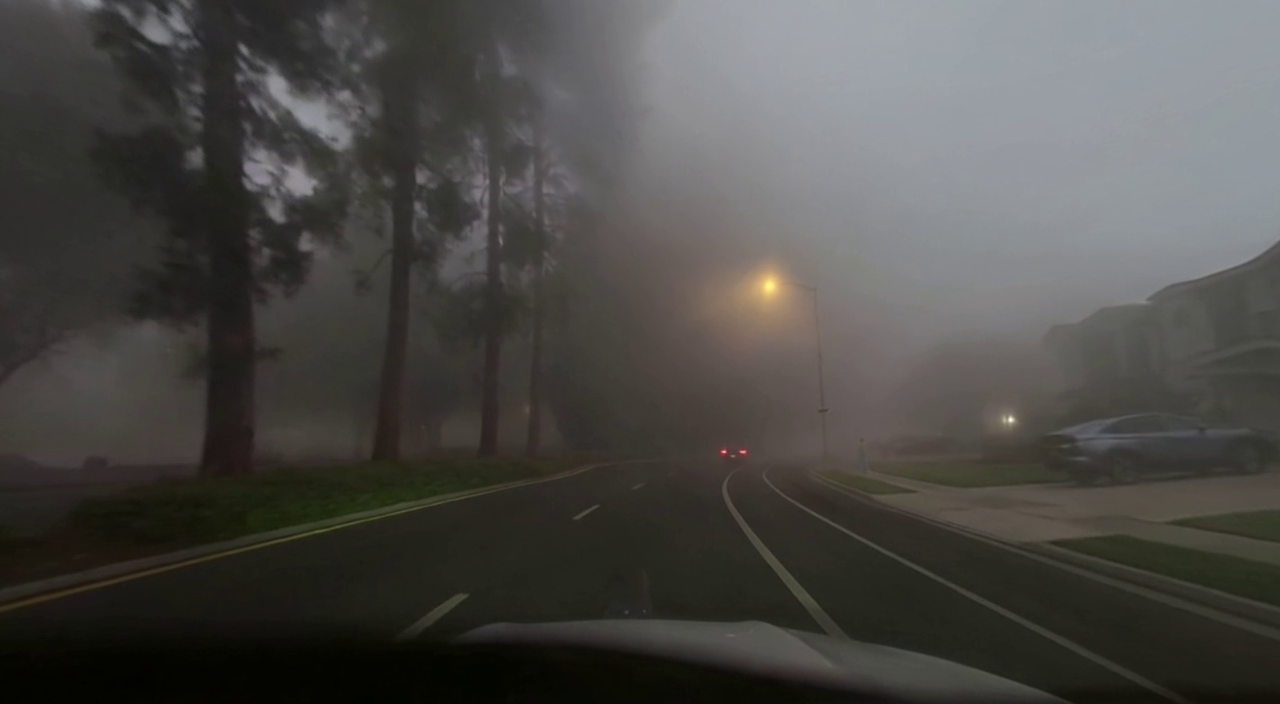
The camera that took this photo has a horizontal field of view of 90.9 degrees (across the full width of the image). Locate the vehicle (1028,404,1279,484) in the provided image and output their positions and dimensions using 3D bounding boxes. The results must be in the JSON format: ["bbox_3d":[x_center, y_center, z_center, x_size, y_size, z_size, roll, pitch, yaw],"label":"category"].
[{"bbox_3d":[12.928,2.294,15.663,4.999,1.791,2.177,-2,-9,9],"label":"vehicle"}]

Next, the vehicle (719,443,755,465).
[{"bbox_3d":[6.947,7.264,44.927,2.050,1.456,4.003,-2,-9,16],"label":"vehicle"}]
